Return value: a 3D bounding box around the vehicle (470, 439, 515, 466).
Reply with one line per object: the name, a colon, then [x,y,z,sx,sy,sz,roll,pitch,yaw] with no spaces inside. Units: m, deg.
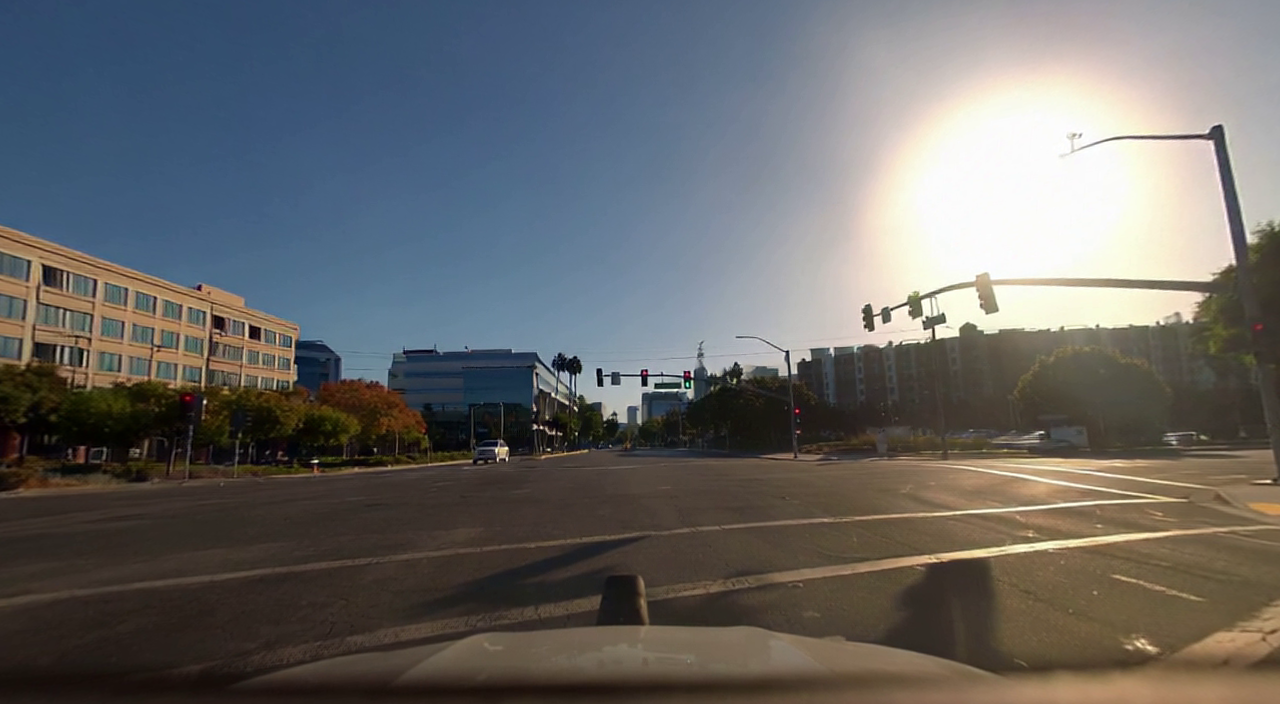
vehicle: [-9.732,6.669,42.007,1.988,1.692,4.412,0,-8,0]
